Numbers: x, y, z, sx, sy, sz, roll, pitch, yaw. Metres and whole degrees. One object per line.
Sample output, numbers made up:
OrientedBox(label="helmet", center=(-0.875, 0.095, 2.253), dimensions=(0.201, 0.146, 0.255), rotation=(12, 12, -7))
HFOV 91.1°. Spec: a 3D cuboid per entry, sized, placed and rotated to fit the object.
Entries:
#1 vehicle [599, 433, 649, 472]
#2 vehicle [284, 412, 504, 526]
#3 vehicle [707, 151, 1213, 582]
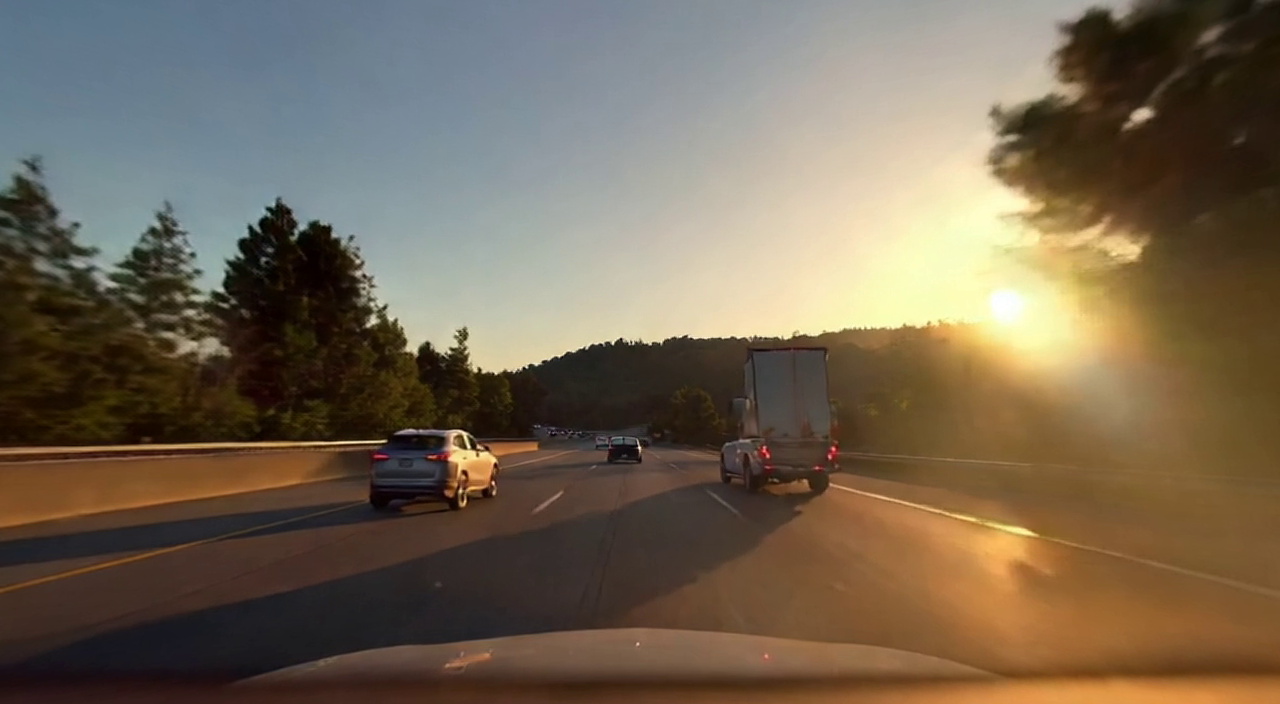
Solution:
OrientedBox(label="vehicle", center=(-0.661, 4.422, 27.884), dimensions=(2.048, 1.563, 4.087), rotation=(0, -8, 0))
OrientedBox(label="vehicle", center=(-4.220, 2.090, 11.850), dimensions=(2.264, 1.699, 4.648), rotation=(0, -8, 0))
OrientedBox(label="vehicle", center=(3.716, 1.048, 13.232), dimensions=(2.946, 4.111, 14.652), rotation=(0, -8, 0))
